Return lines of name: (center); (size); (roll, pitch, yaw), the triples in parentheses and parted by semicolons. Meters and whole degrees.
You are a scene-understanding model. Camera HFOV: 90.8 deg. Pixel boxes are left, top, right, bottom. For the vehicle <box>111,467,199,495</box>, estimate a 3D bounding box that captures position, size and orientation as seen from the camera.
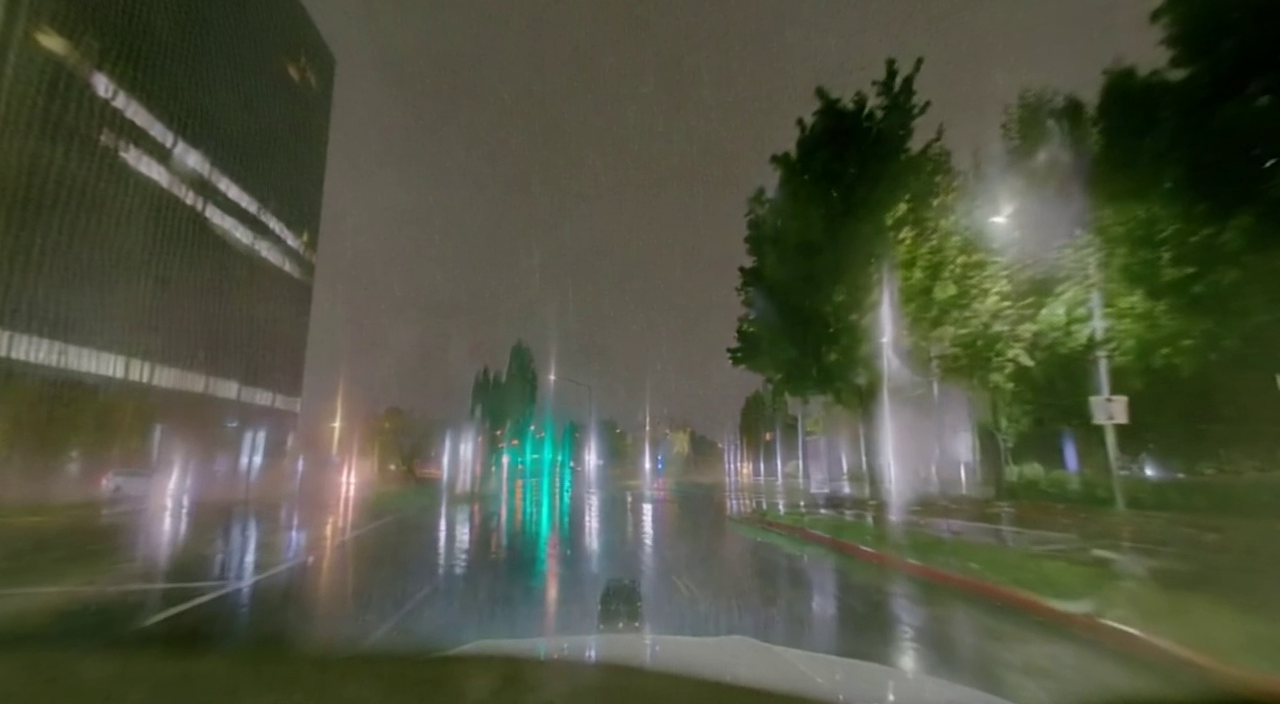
vehicle: (-33.525, 8.913, 43.694); (4.473, 1.778, 2.125); (-1, -9, 7)
